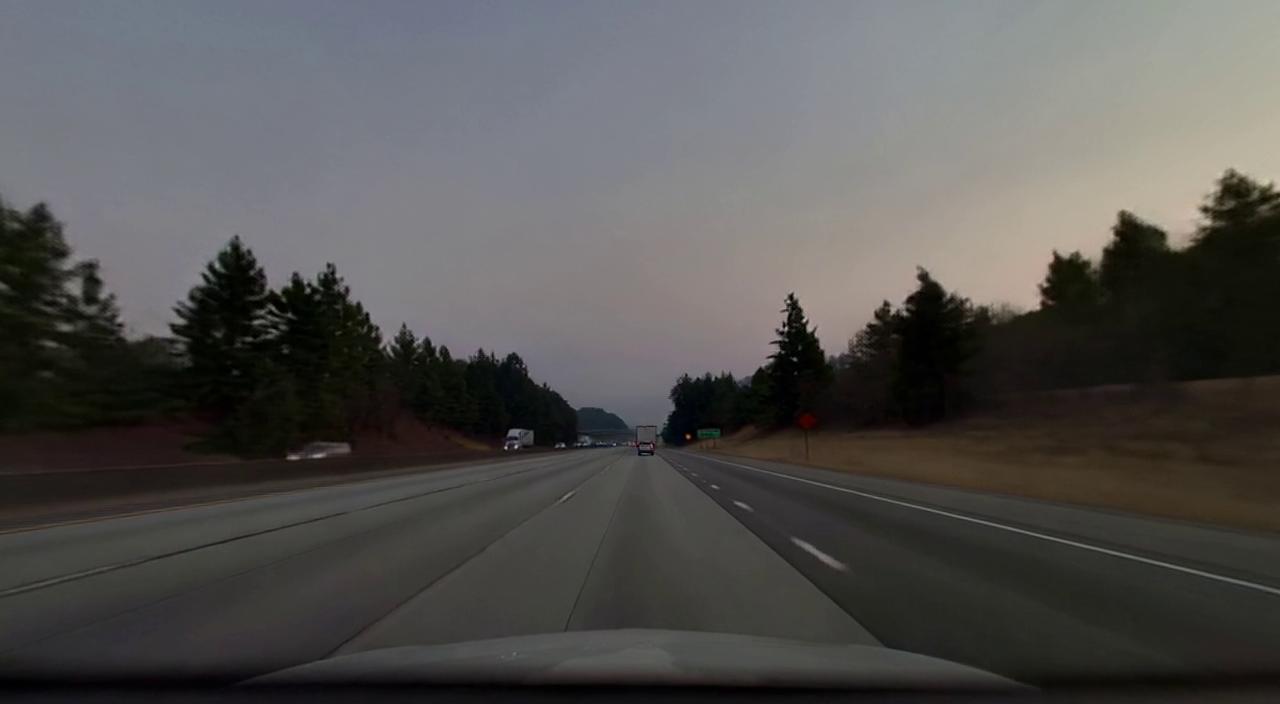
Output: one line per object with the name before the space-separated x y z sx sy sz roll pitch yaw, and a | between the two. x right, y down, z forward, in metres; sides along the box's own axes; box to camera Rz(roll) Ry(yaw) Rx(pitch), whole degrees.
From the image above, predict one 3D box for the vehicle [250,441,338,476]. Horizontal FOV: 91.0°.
vehicle | -18.093 5.559 33.178 1.933 1.671 4.623 0 -8 1
